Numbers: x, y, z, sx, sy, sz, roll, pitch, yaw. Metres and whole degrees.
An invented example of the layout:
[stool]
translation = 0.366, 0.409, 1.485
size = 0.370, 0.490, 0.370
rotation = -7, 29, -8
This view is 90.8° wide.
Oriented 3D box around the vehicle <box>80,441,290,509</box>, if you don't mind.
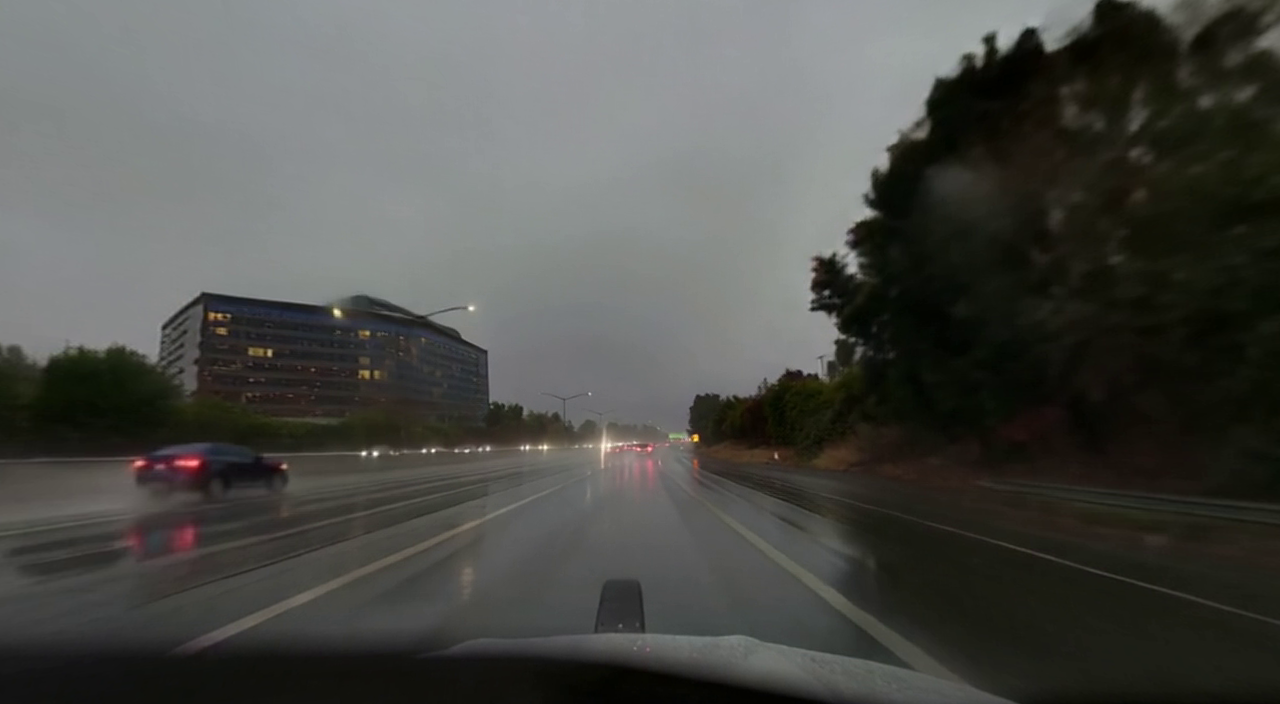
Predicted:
[vehicle]
translation = -11.115, 2.997, 15.948
size = 1.914, 1.440, 4.467
rotation = 0, -8, 1
